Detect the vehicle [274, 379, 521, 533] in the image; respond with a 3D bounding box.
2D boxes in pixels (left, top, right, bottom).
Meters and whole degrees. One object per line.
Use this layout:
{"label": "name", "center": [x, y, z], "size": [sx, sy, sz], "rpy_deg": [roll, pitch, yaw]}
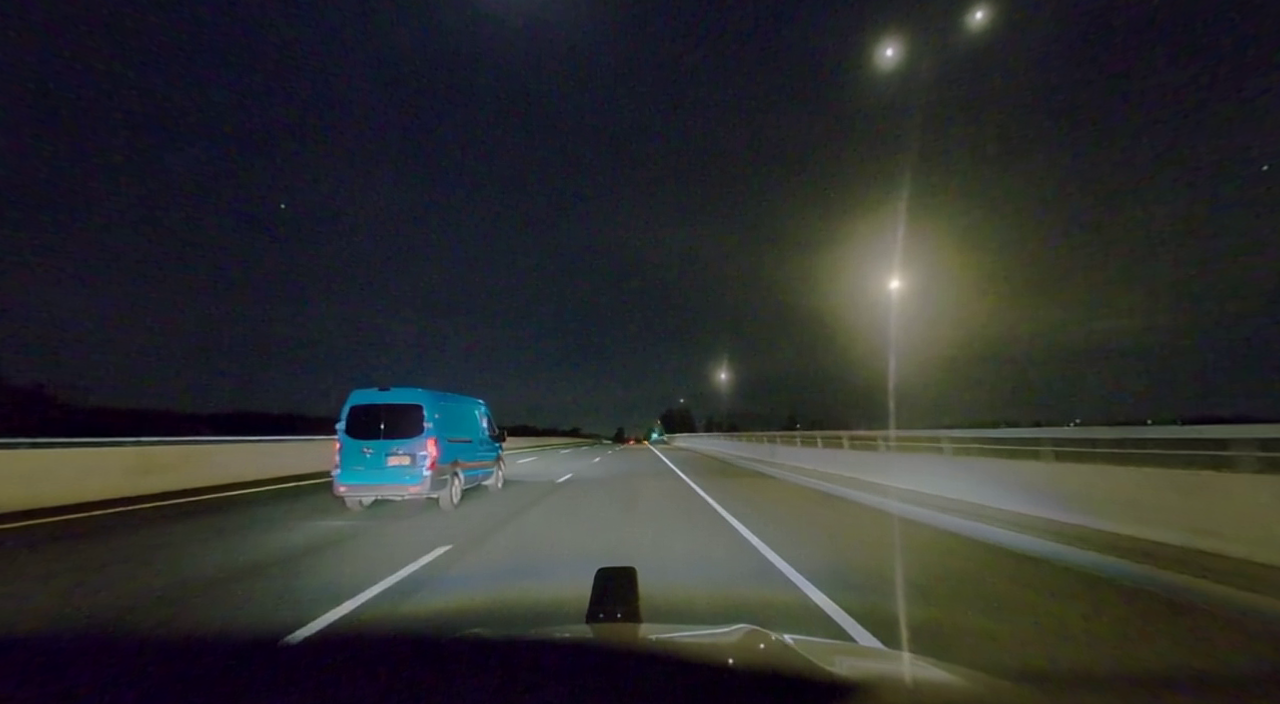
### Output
{"label": "vehicle", "center": [-3.712, 1.714, 10.915], "size": [2.309, 2.053, 4.884], "rpy_deg": [0, -8, 0]}
